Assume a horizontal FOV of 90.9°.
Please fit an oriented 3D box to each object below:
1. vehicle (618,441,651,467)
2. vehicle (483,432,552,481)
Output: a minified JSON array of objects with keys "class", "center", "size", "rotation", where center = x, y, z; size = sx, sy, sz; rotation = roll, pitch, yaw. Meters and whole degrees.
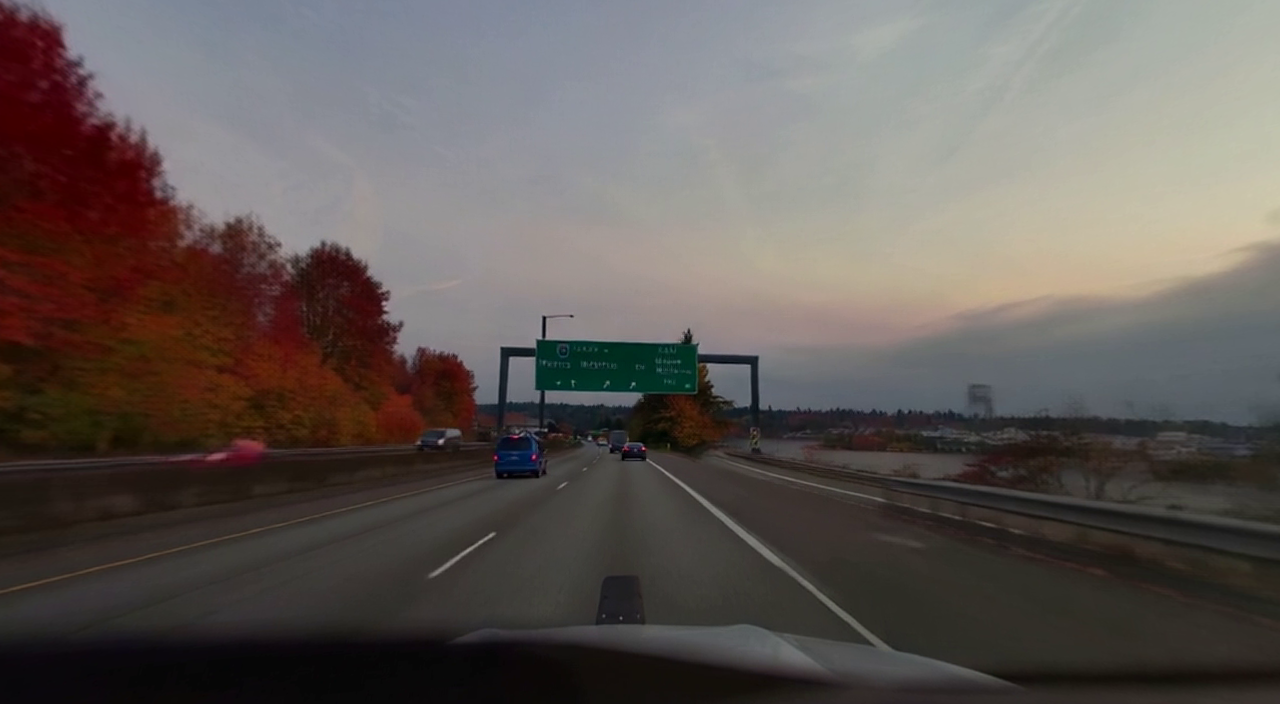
[{"class":"vehicle","center":[-0.394,6.255,38.862],"size":[1.939,1.497,3.863],"rotation":[0,-8,-1]},{"class":"vehicle","center":[-4.710,4.064,24.752],"size":[1.924,1.720,4.195],"rotation":[0,-8,-1]}]
